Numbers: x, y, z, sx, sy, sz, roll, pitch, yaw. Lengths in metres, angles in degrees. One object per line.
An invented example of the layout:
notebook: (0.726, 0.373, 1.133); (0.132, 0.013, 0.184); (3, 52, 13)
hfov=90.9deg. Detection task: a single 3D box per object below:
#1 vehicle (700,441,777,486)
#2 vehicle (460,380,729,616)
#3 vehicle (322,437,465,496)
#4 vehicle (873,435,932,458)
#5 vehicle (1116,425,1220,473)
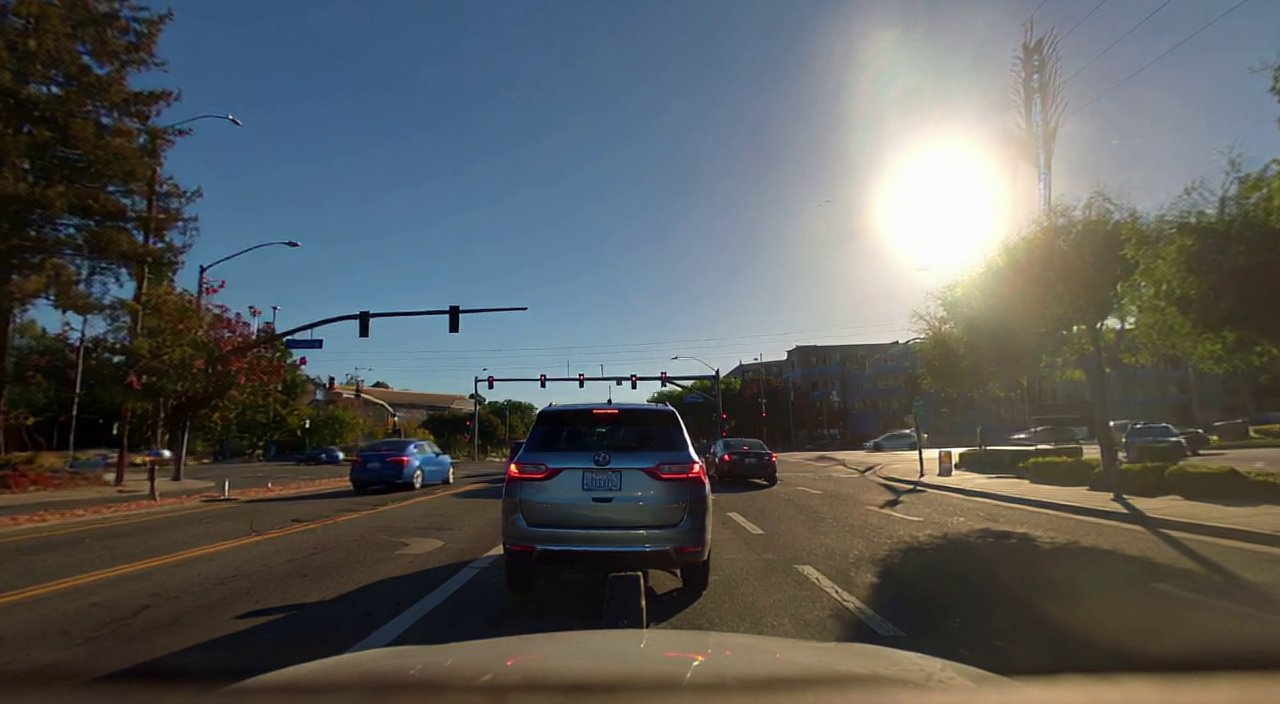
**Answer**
vehicle: (3.372, 3.897, 22.386); (2.104, 1.441, 4.240); (0, -8, 1)
vehicle: (-0.343, 1.442, 7.100); (2.064, 1.817, 4.298); (0, -8, 0)
vehicle: (-6.889, 3.248, 18.344); (2.060, 1.473, 4.950); (0, -8, 2)
vehicle: (19.996, 7.205, 47.907); (4.361, 1.653, 2.034); (6, -10, -35)
vehicle: (19.243, 3.520, 22.923); (4.215, 1.578, 1.892); (7, -11, -37)
